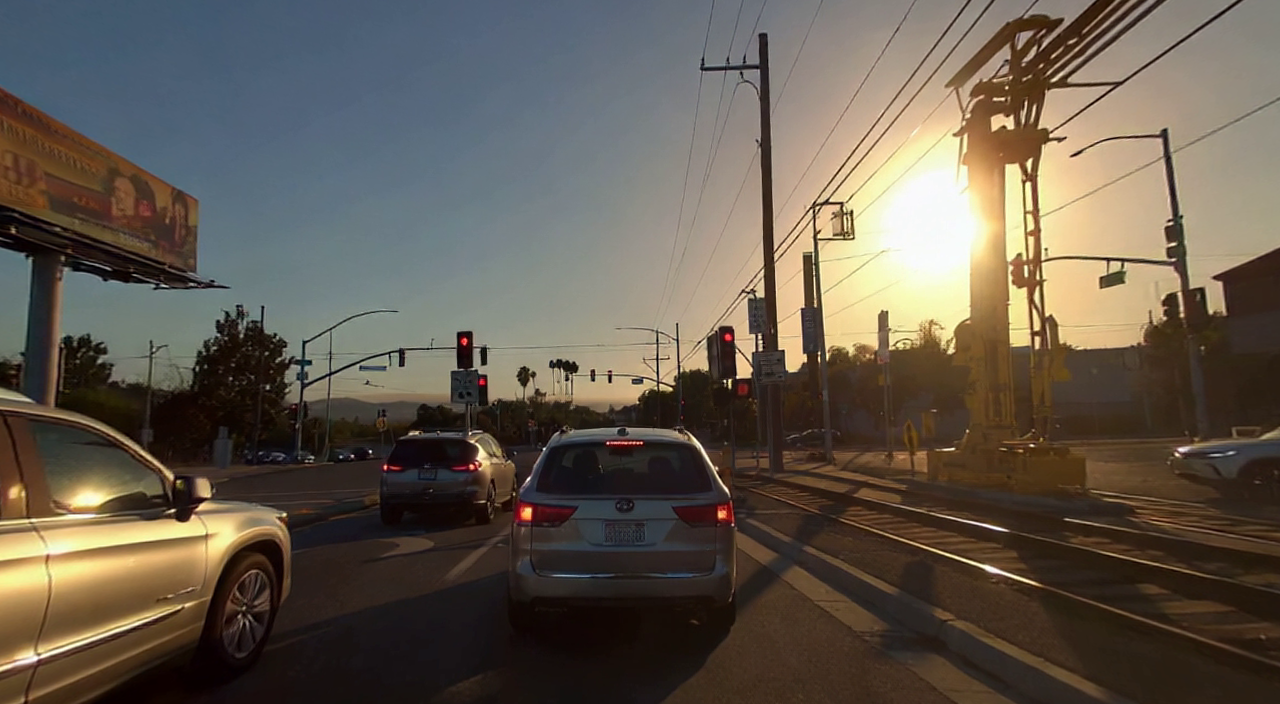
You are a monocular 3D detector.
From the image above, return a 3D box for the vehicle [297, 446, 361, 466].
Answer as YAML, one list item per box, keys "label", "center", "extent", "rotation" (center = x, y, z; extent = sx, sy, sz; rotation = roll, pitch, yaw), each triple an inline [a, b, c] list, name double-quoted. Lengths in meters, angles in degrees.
- label: "vehicle"
  center: [-24.176, 8.081, 49.094]
  extent: [4.357, 1.444, 1.842]
  rotation: [-3, -9, 19]

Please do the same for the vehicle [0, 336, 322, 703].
- label: "vehicle"
  center: [-3.926, 0.885, 3.117]
  extent: [2.052, 1.814, 5.184]
  rotation: [0, -9, -1]

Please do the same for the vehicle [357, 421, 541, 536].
- label: "vehicle"
  center: [-3.147, 2.185, 11.508]
  extent: [1.988, 1.678, 4.317]
  rotation: [0, -9, 0]

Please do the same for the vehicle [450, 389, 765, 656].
- label: "vehicle"
  center: [-0.209, 1.379, 5.995]
  extent: [2.025, 1.723, 3.644]
  rotation: [0, -9, 0]

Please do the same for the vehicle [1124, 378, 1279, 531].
- label: "vehicle"
  center: [9.617, 1.315, 8.197]
  extent: [5.060, 1.702, 2.033]
  rotation: [1, -9, -4]
